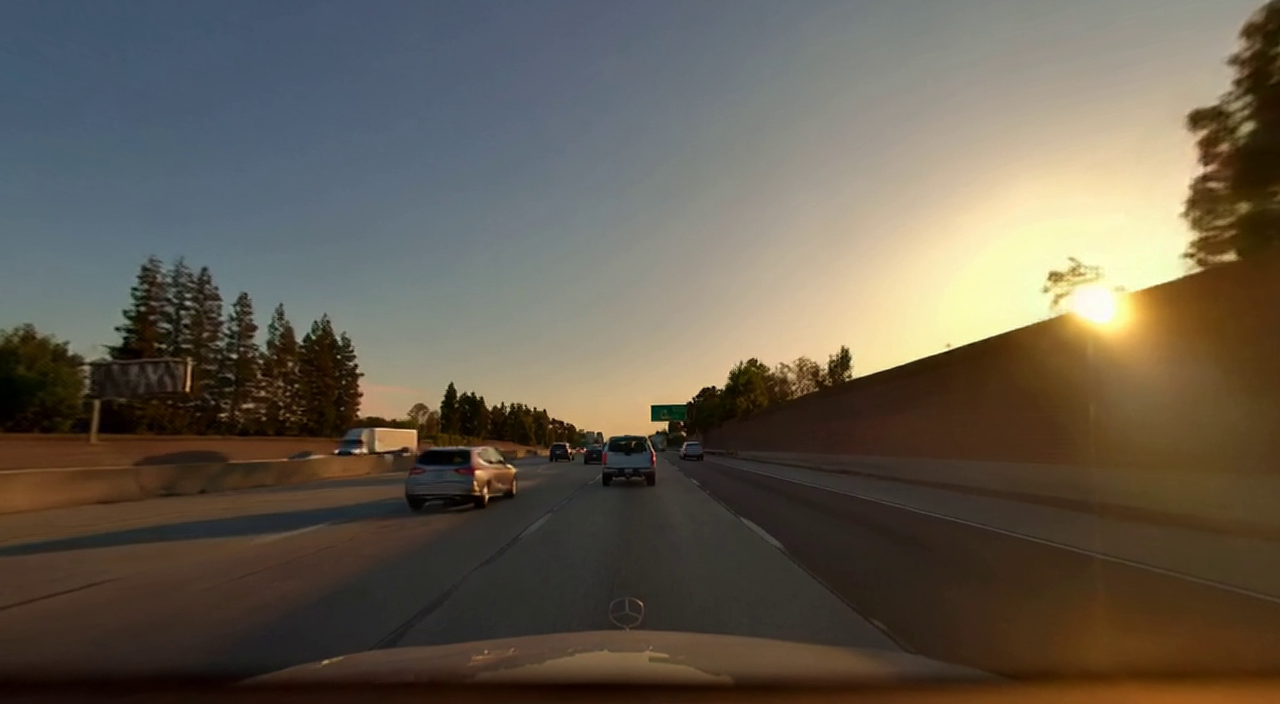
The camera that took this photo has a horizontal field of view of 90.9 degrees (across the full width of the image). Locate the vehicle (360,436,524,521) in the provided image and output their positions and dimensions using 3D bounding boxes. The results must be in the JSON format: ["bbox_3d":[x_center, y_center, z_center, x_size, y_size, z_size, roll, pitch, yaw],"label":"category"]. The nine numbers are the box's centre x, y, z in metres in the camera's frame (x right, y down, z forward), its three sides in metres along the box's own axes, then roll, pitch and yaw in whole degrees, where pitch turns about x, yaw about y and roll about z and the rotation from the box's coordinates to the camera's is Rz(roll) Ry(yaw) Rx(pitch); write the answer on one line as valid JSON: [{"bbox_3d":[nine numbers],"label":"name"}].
[{"bbox_3d":[-3.772,2.491,12.926,1.967,1.442,4.143,0,-9,1],"label":"vehicle"}]

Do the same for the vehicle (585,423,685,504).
[{"bbox_3d":[-0.117,2.836,16.345,2.233,1.804,4.273,0,-9,0],"label":"vehicle"}]

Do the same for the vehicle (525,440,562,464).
[{"bbox_3d":[-7.255,7.587,47.742,2.024,1.706,4.249,0,-9,1],"label":"vehicle"}]
